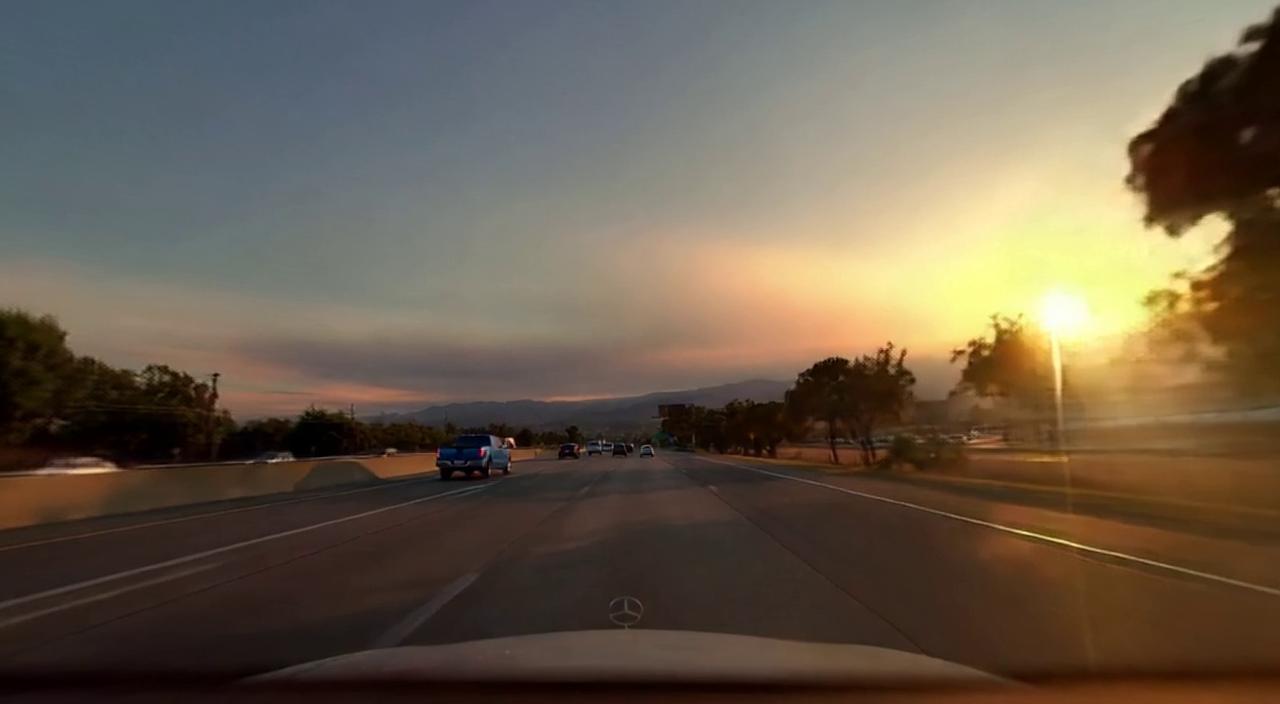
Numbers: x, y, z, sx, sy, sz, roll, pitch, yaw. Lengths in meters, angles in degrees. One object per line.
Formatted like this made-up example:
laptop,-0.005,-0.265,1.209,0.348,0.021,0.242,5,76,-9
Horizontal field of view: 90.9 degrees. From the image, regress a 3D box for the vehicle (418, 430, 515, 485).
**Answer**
vehicle,-6.788,4.206,25.541,2.156,1.911,5.956,0,-8,1
